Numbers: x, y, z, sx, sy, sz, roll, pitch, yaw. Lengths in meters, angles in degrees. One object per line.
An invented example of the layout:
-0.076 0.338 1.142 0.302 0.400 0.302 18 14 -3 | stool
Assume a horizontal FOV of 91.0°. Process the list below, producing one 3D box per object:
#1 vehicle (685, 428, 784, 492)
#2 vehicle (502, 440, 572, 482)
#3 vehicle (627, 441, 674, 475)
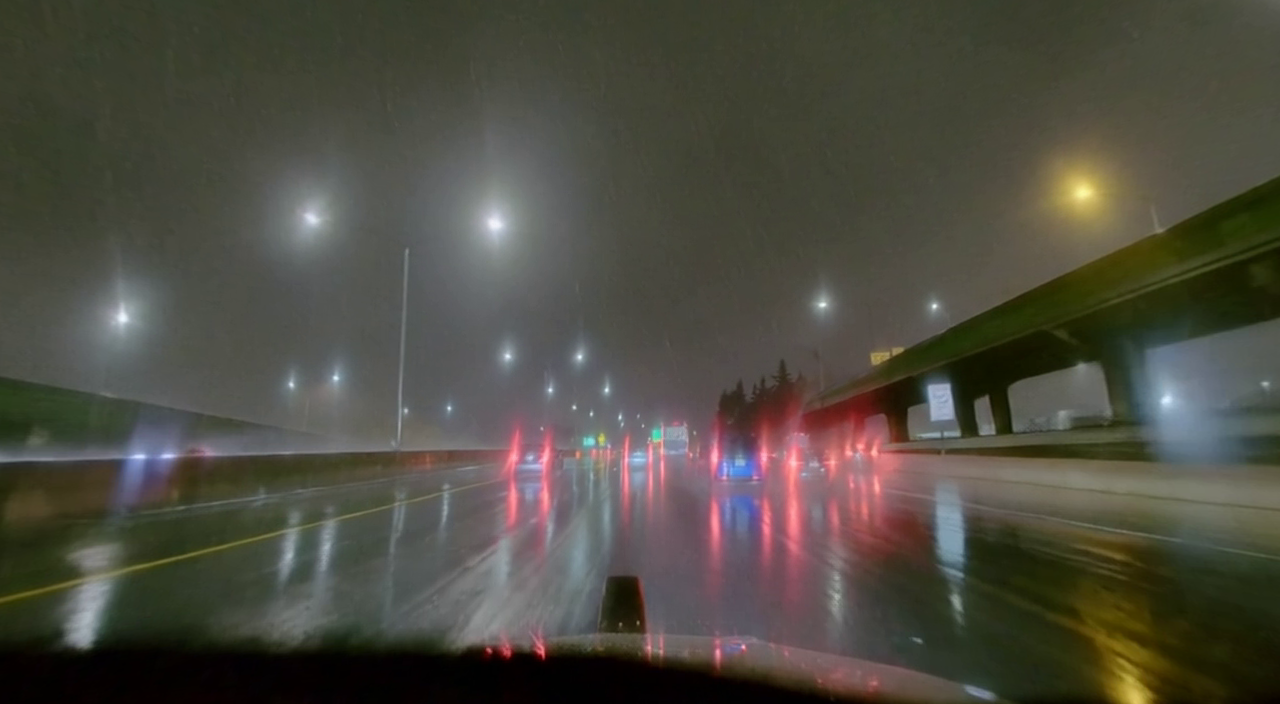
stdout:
2.753 3.295 19.502 2.202 1.748 4.158 1 -8 -3 | vehicle
-3.956 4.275 24.910 2.031 1.491 4.145 0 -8 1 | vehicle
0.465 4.971 29.838 2.089 1.493 3.964 0 -8 0 | vehicle
